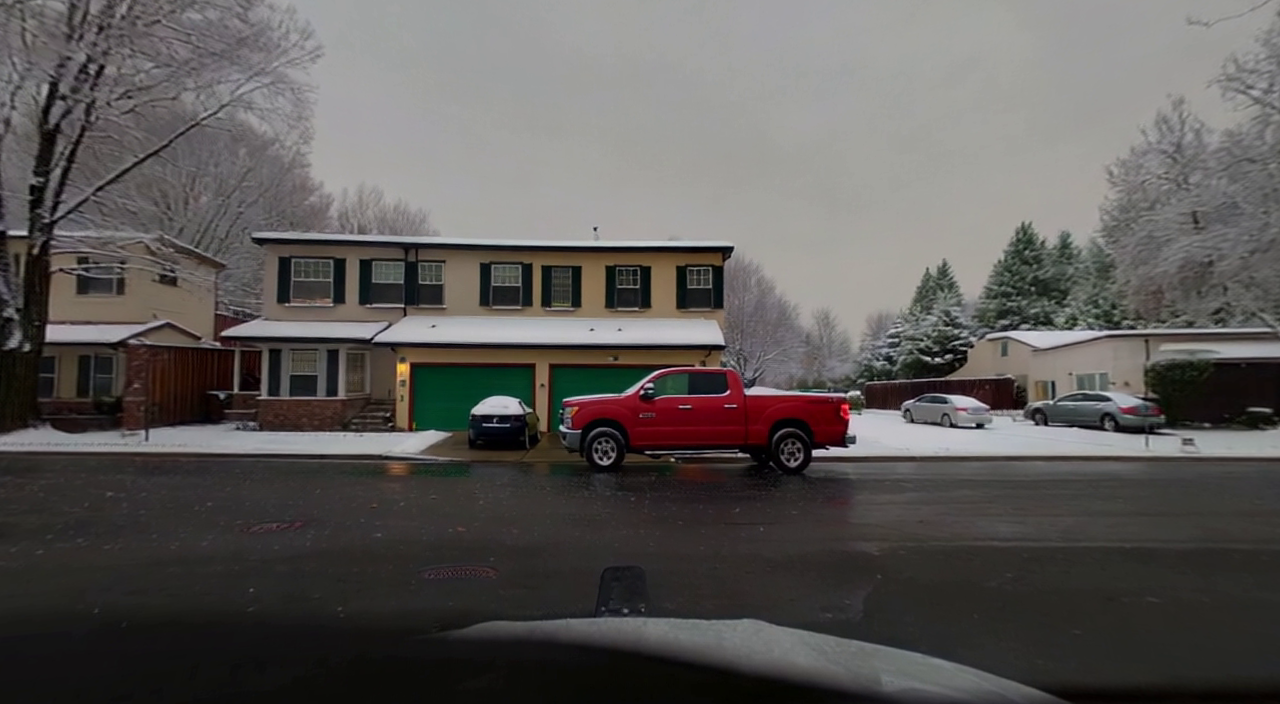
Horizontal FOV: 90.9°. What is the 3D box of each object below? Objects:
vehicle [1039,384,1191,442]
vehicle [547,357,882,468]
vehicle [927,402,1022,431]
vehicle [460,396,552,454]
[{"bbox_3d":[16.393,2.146,21.948,3.770,1.496,1.951,6,-9,3],"label":"vehicle"},{"bbox_3d":[1.265,1.176,11.778,5.600,1.835,2.161,-1,-8,2],"label":"vehicle"},{"bbox_3d":[17.258,3.346,32.693,3.897,1.416,1.703,-1,-8,3],"label":"vehicle"},{"bbox_3d":[-4.187,2.271,20.339,1.869,1.460,3.826,-3,-2,4],"label":"vehicle"}]
